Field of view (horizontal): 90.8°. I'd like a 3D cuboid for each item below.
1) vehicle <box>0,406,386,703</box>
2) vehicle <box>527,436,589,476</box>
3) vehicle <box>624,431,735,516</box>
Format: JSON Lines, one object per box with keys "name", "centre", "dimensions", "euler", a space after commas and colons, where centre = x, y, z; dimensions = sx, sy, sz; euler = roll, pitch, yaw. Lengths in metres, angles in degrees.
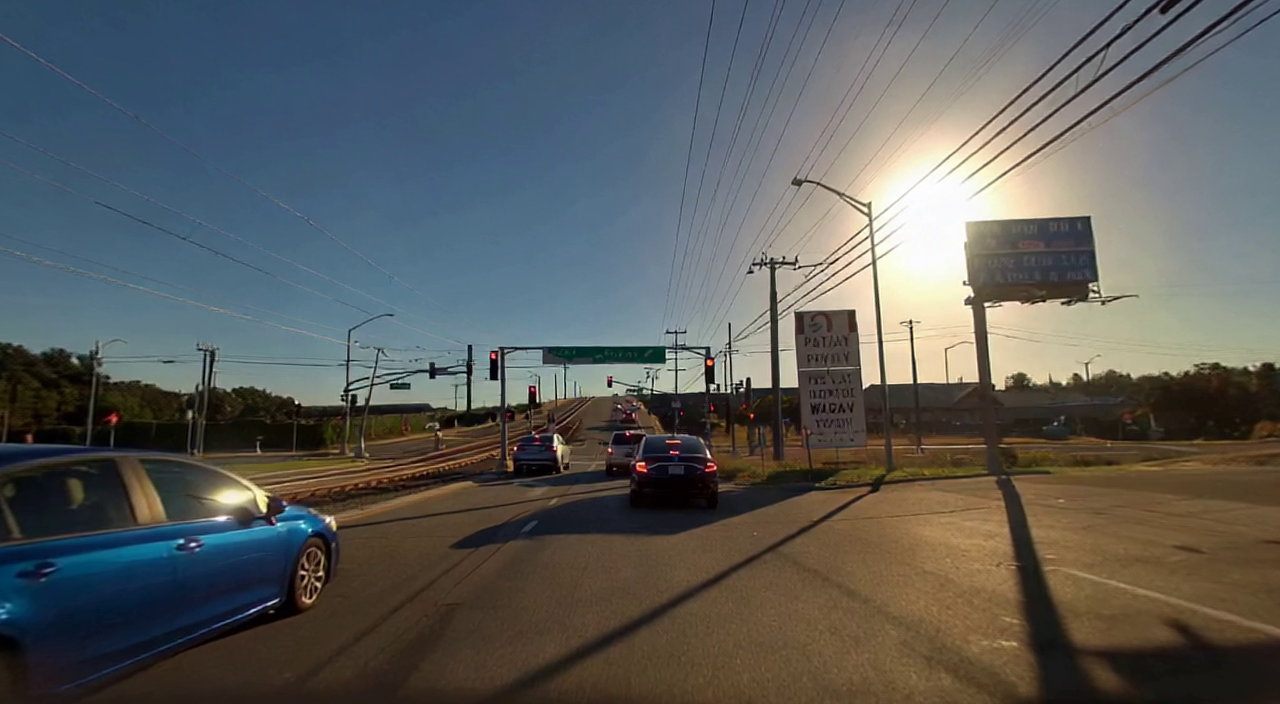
{"name": "vehicle", "centre": [-3.562, 1.186, 4.049], "dimensions": [1.956, 1.468, 4.585], "euler": [0, -9, 0]}
{"name": "vehicle", "centre": [-3.224, 4.188, 25.603], "dimensions": [1.984, 1.505, 4.047], "euler": [0, -9, -1]}
{"name": "vehicle", "centre": [0.662, 2.506, 13.512], "dimensions": [1.998, 1.529, 3.960], "euler": [0, -9, -2]}
